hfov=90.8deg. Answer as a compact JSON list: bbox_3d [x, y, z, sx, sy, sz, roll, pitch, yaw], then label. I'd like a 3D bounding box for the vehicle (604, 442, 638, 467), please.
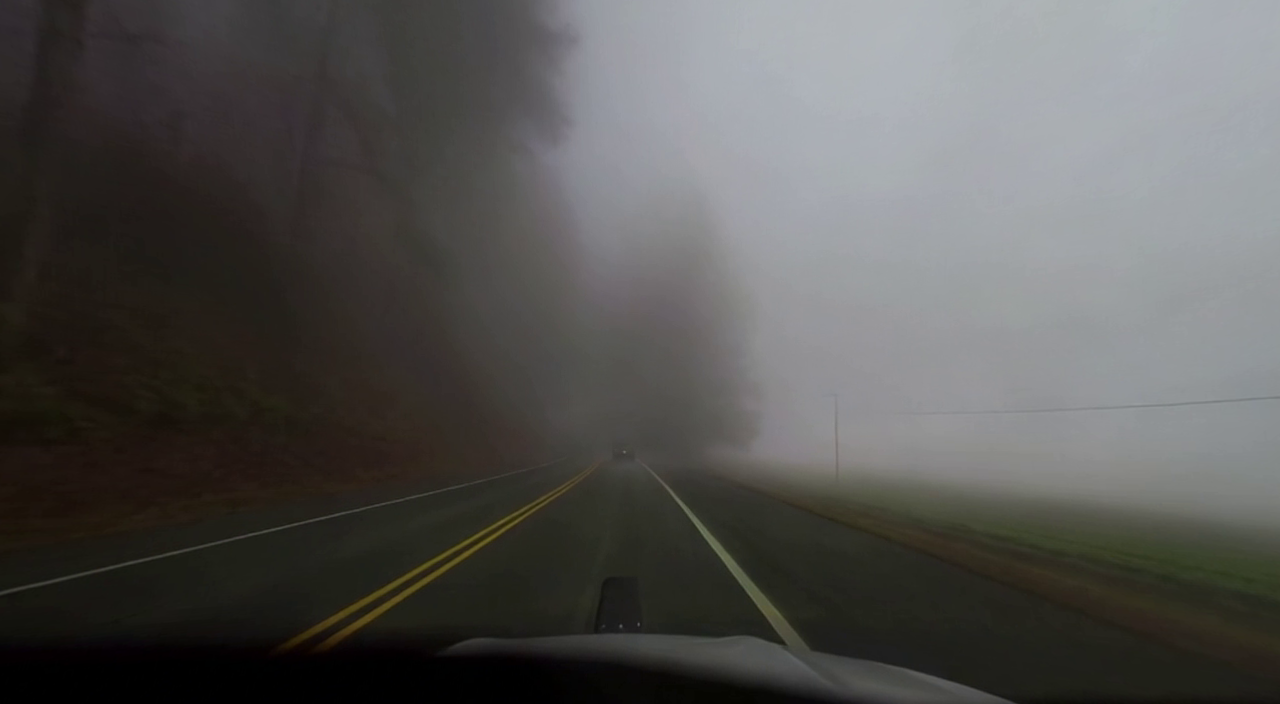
[{"bbox_3d":[-1.193,6.451,39.891,2.042,1.489,3.963,0,-9,-2],"label":"vehicle"}]
